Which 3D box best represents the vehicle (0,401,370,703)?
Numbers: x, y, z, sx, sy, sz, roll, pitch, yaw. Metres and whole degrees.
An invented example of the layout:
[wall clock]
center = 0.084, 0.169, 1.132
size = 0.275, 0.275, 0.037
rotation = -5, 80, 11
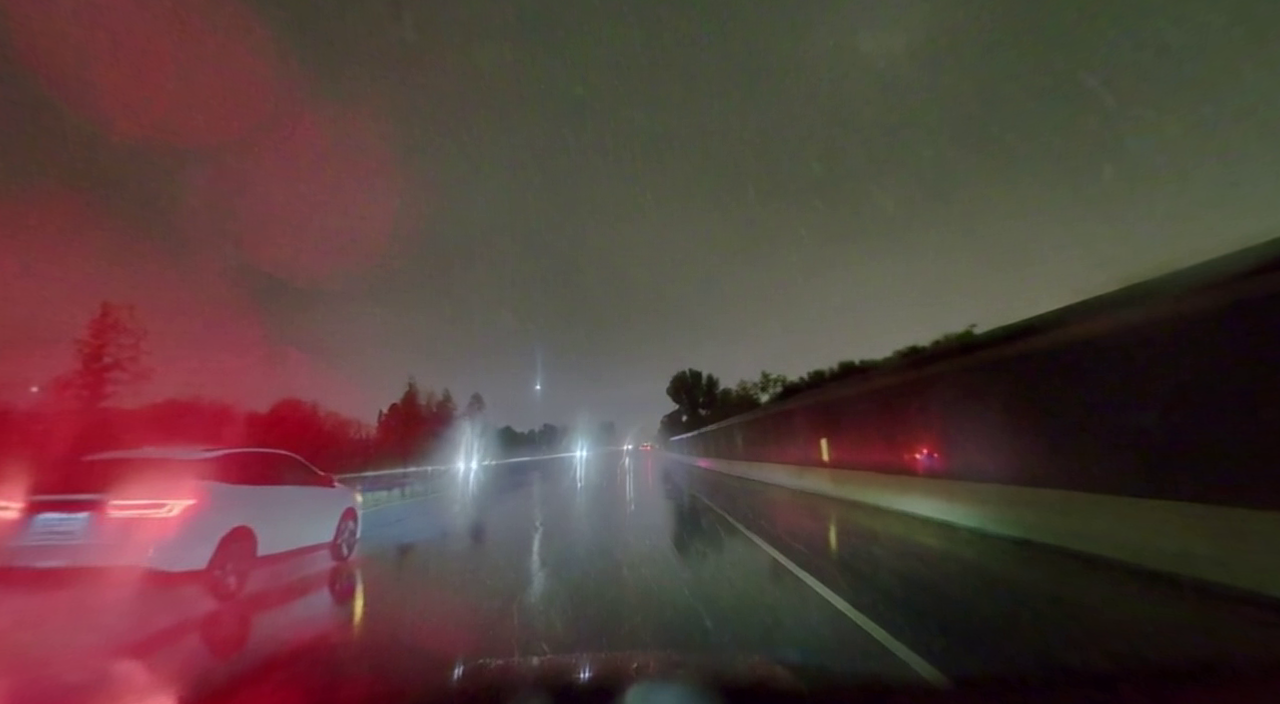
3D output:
[vehicle]
center = -4.070, 1.380, 5.214
size = 1.844, 1.620, 4.142
rotation = 0, -9, 0
